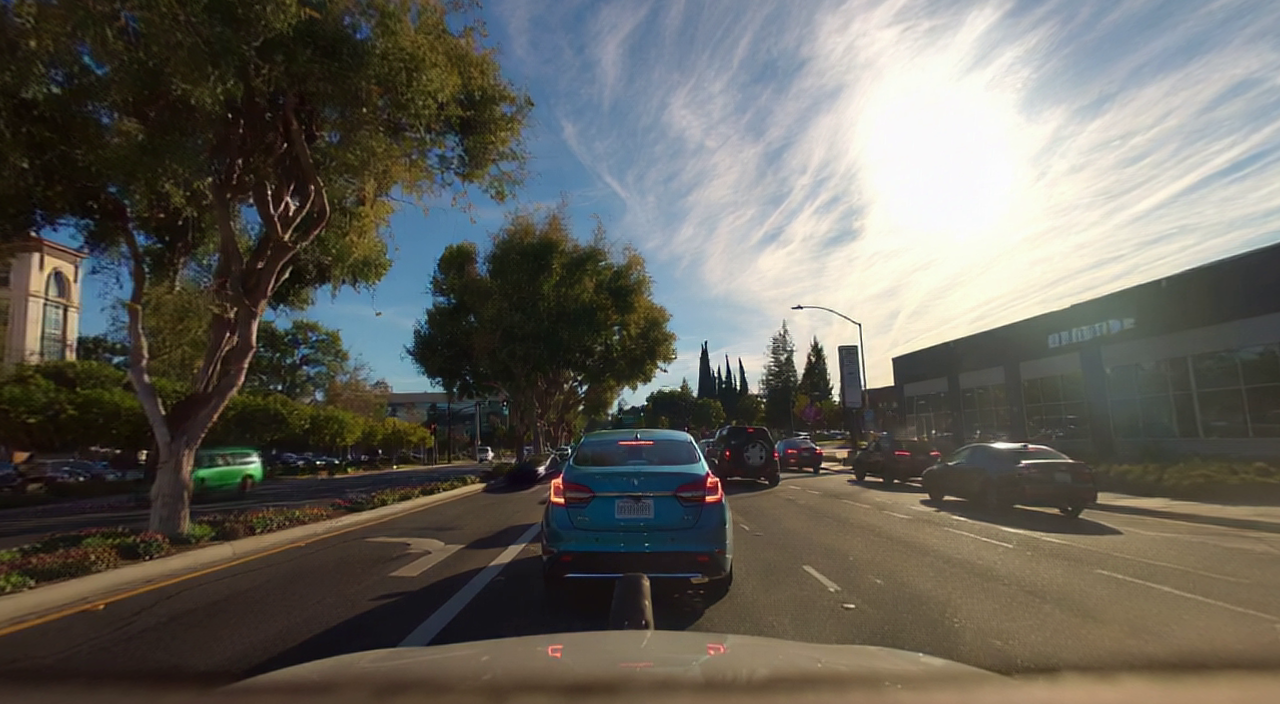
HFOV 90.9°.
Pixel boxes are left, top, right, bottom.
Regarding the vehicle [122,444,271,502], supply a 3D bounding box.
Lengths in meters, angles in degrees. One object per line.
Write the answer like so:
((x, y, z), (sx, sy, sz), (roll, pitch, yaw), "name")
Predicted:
((-15.034, 4.067, 21.745), (2.163, 1.743, 4.428), (1, -8, -5), "vehicle")

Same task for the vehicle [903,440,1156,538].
((6.837, 2.401, 11.794), (1.911, 1.468, 4.417), (0, -8, 0), "vehicle")

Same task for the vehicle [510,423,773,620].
((-0.017, 1.601, 7.009), (1.977, 1.465, 4.376), (0, -8, -1), "vehicle")

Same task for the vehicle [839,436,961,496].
((7.919, 3.484, 19.751), (1.963, 1.637, 4.527), (0, -8, 1), "vehicle")
